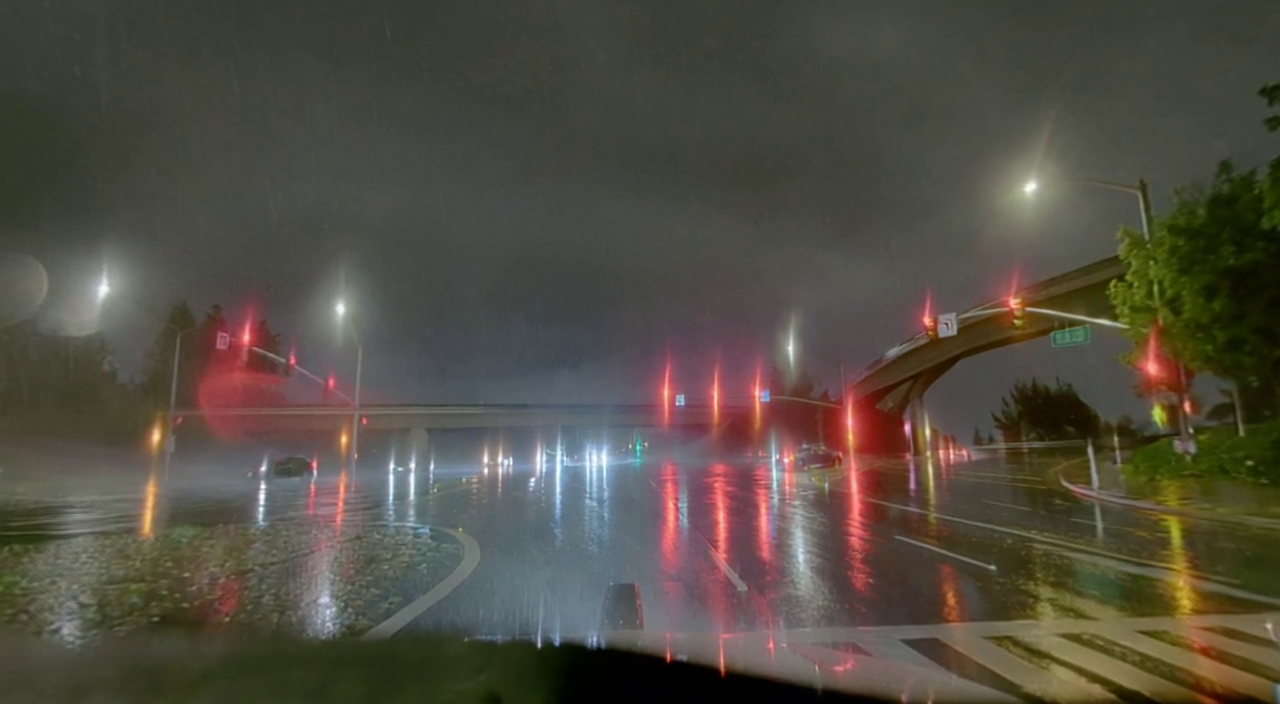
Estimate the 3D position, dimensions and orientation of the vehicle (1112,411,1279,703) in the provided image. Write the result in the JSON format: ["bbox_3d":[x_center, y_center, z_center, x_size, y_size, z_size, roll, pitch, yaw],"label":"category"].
[{"bbox_3d":[2.807,0.630,0.110,1.909,1.425,4.521,0,-9,-1],"label":"vehicle"}]
